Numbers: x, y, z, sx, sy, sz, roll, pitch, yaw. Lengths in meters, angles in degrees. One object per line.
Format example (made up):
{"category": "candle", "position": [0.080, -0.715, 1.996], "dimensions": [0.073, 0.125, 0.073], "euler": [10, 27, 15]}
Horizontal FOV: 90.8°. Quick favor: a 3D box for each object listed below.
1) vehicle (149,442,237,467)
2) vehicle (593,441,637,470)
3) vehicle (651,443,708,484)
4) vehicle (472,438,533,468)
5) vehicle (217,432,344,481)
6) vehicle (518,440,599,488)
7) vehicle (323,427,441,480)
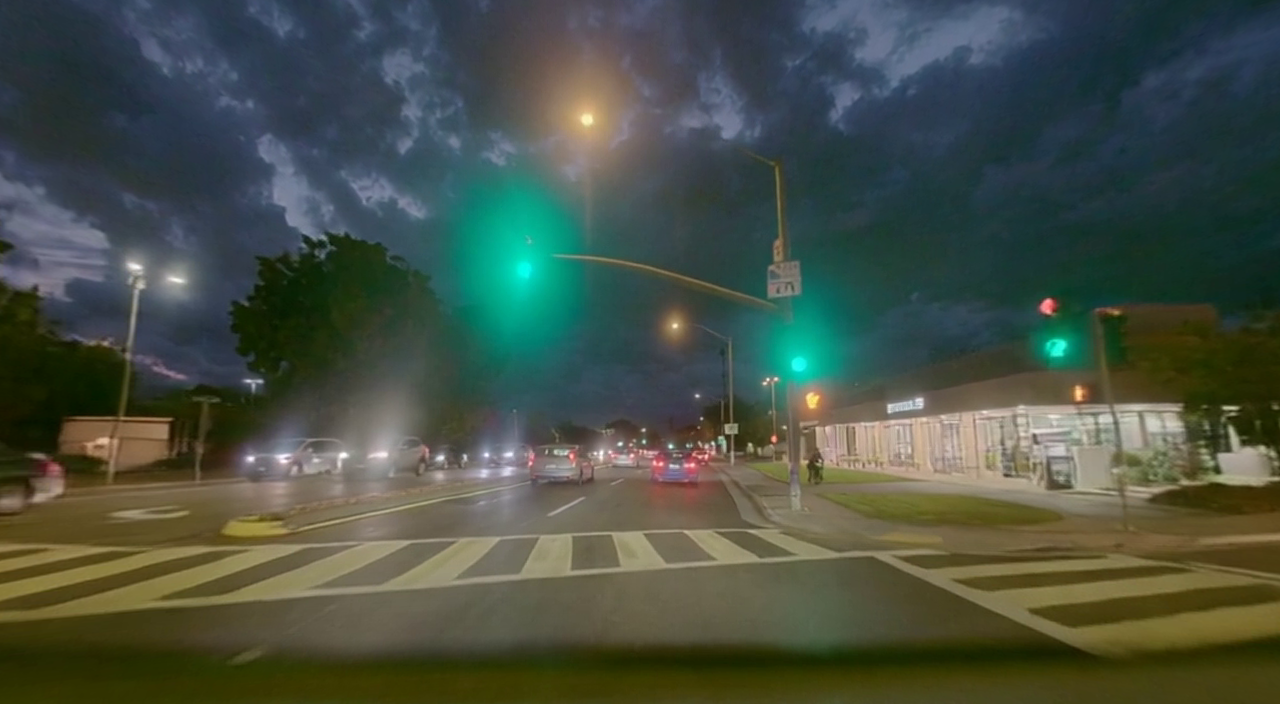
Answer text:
{"category": "vehicle", "position": [-28.195, 6.468, 40.089], "dimensions": [1.939, 1.483, 4.657], "euler": [-1, -8, 4]}
{"category": "vehicle", "position": [-1.354, 5.874, 35.957], "dimensions": [1.887, 1.517, 4.254], "euler": [-1, -8, 6]}
{"category": "vehicle", "position": [1.570, 4.427, 25.397], "dimensions": [2.085, 1.475, 3.976], "euler": [-1, -8, 3]}
{"category": "vehicle", "position": [-8.213, 6.069, 38.238], "dimensions": [2.175, 1.684, 4.475], "euler": [-1, -9, 8]}
{"category": "vehicle", "position": [-13.727, 4.015, 24.523], "dimensions": [1.961, 1.731, 4.450], "euler": [-1, -8, 6]}
{"category": "vehicle", "position": [-2.640, 3.738, 21.437], "dimensions": [1.921, 1.477, 4.083], "euler": [-1, -8, 4]}
{"category": "vehicle", "position": [-10.055, 4.013, 25.172], "dimensions": [2.221, 1.856, 4.847], "euler": [-1, -8, 6]}
